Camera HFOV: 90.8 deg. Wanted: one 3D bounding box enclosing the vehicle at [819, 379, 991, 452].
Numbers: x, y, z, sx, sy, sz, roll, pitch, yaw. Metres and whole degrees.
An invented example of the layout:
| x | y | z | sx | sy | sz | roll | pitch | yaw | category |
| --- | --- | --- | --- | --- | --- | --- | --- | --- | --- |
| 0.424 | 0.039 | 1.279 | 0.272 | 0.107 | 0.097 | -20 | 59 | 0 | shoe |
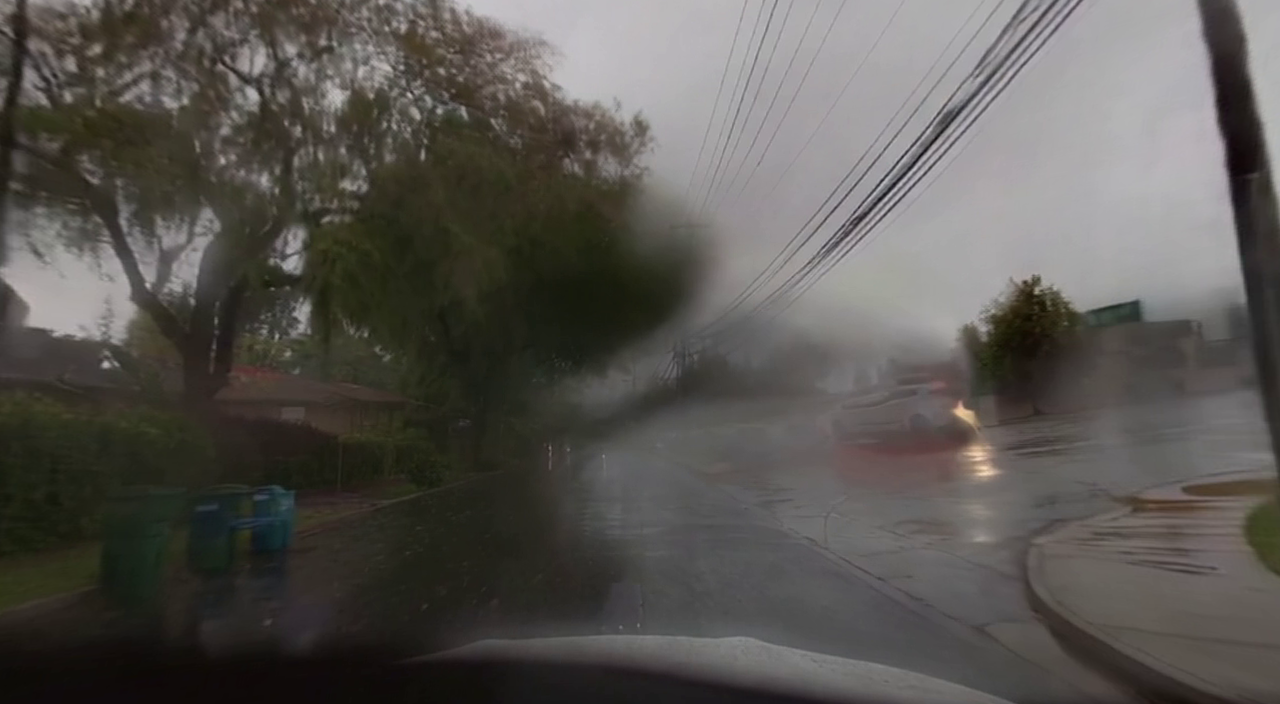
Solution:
| x | y | z | sx | sy | sz | roll | pitch | yaw | category |
| --- | --- | --- | --- | --- | --- | --- | --- | --- | --- |
| 8.012 | 1.986 | 19.104 | 4.780 | 1.984 | 1.896 | 3 | -9 | -23 | vehicle |
